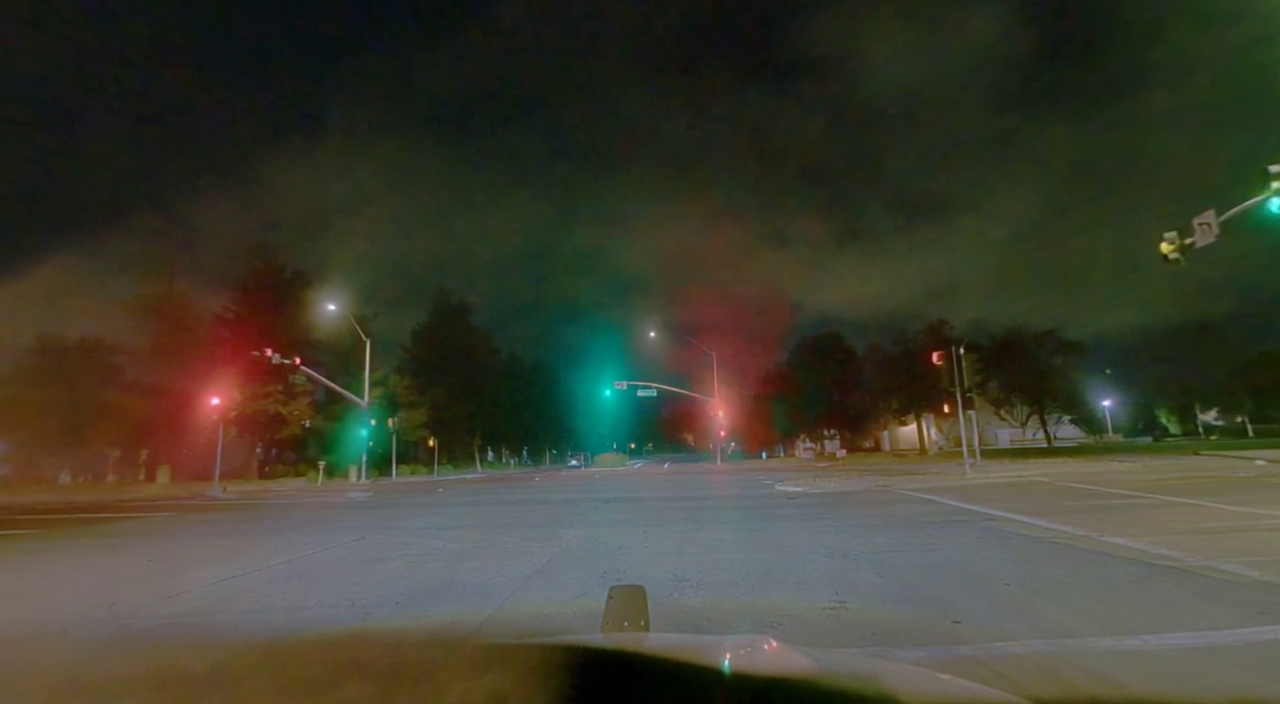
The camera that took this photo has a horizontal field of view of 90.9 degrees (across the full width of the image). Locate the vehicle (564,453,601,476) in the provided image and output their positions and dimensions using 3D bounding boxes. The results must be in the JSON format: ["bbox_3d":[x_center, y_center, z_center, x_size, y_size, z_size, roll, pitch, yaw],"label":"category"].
[{"bbox_3d":[-4.480,8.849,49.835,2.030,1.704,4.205,-1,-8,7],"label":"vehicle"}]
